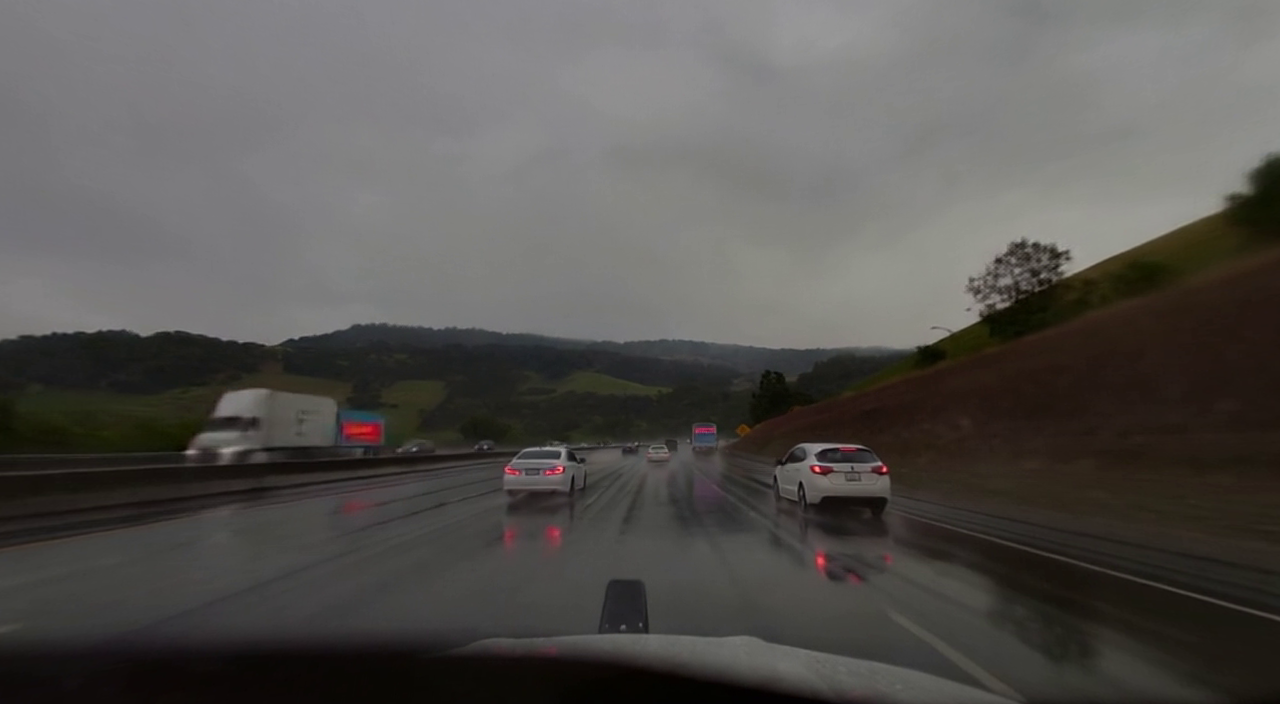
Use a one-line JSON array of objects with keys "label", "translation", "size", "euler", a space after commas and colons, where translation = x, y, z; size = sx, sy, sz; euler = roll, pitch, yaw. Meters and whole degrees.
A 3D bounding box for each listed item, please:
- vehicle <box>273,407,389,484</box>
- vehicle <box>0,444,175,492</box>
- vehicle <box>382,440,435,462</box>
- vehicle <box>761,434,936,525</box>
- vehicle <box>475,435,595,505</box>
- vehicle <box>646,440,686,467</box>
[{"label": "vehicle", "translation": [-11.301, 3.437, 23.315], "size": [2.562, 2.559, 3.019], "euler": [-3, -9, 5]}, {"label": "vehicle", "translation": [-19.297, 4.014, 22.318], "size": [1.877, 1.472, 4.927], "euler": [0, -8, 1]}, {"label": "vehicle", "translation": [-18.011, 7.717, 49.358], "size": [2.238, 1.585, 4.473], "euler": [-1, -8, 3]}, {"label": "vehicle", "translation": [3.832, 2.410, 12.530], "size": [2.013, 1.464, 4.317], "euler": [0, -8, 0]}, {"label": "vehicle", "translation": [-2.443, 2.899, 16.061], "size": [2.031, 1.491, 4.792], "euler": [-1, -8, 3]}, {"label": "vehicle", "translation": [1.493, 5.849, 36.374], "size": [2.202, 1.467, 3.929], "euler": [0, -8, 3]}]
